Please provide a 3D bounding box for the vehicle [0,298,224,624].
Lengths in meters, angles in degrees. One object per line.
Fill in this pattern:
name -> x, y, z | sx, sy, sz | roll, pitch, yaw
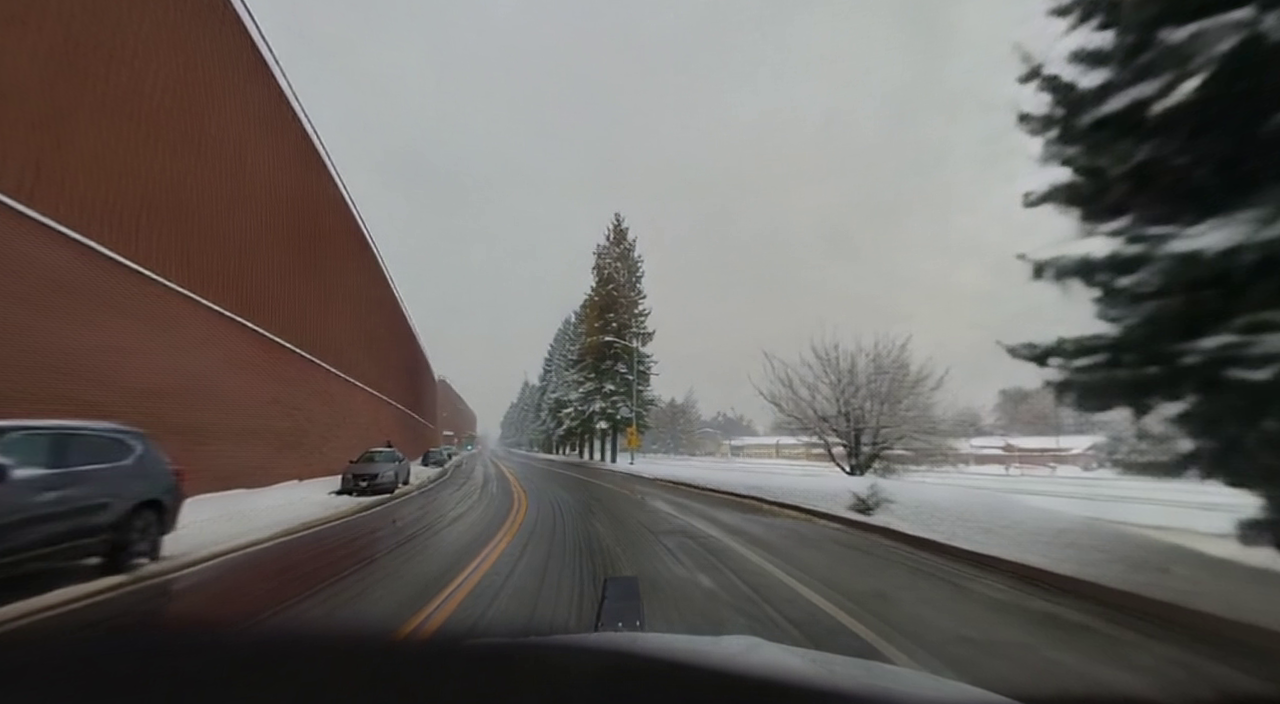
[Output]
vehicle -> -6.587, 1.057, 6.003 | 2.376, 2.668, 4.883 | -2, -8, -7

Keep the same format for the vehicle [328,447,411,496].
vehicle -> -9.362, 4.133, 22.231 | 1.877, 1.507, 4.363 | 3, -9, -13

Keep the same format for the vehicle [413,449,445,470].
vehicle -> -16.207, 8.262, 48.720 | 1.899, 1.485, 4.593 | 4, -9, -14
